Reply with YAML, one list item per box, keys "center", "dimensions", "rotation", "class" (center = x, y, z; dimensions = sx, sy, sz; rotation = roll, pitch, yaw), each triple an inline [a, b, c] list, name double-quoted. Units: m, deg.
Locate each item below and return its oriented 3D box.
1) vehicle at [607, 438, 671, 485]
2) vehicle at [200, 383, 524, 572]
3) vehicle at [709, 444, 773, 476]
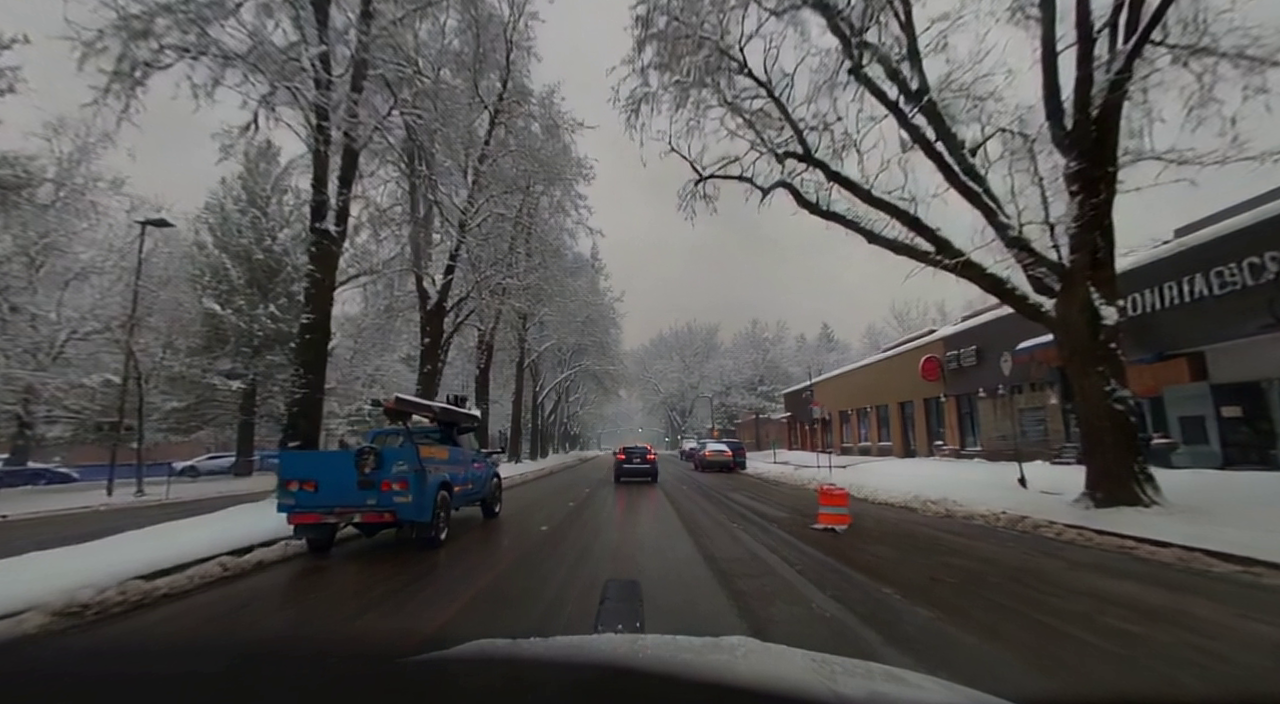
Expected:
- center: [-0.085, 4.480, 26.048]
  dimensions: [2.413, 1.748, 4.406]
  rotation: [0, -9, -1]
  class: "vehicle"
- center: [-3.558, 1.809, 9.804]
  dimensions: [2.424, 2.063, 5.678]
  rotation: [0, -9, 0]
  class: "vehicle"
- center: [5.330, 5.771, 33.938]
  dimensions: [2.082, 1.601, 4.451]
  rotation: [1, -9, -9]
  class: "vehicle"
